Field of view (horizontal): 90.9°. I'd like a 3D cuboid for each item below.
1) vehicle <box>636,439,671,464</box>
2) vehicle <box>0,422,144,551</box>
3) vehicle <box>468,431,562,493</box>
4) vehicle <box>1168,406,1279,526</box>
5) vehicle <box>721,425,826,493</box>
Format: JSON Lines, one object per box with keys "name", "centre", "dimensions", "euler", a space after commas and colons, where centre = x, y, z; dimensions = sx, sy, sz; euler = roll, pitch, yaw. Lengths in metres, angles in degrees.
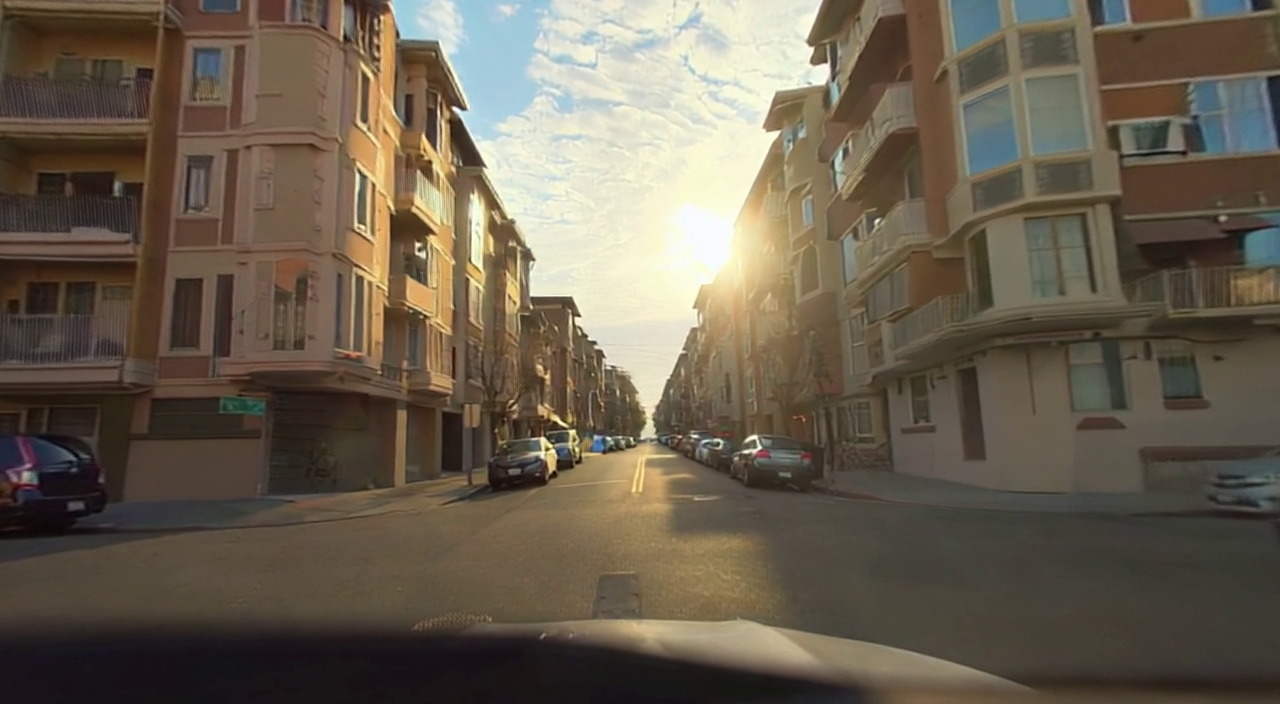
{"name": "vehicle", "centre": [0.996, 7.071, 44.819], "dimensions": [2.341, 1.675, 4.360], "euler": [0, -8, 2]}
{"name": "vehicle", "centre": [-10.424, 1.874, 9.175], "dimensions": [4.679, 1.631, 2.025], "euler": [0, -8, 1]}
{"name": "vehicle", "centre": [-3.215, 2.888, 16.911], "dimensions": [1.882, 1.459, 3.518], "euler": [0, -8, -1]}
{"name": "vehicle", "centre": [10.474, 1.522, 8.574], "dimensions": [4.711, 1.506, 1.983], "euler": [0, -8, 1]}
{"name": "vehicle", "centre": [3.315, 2.722, 16.457], "dimensions": [1.868, 1.544, 3.869], "euler": [0, -8, 0]}
